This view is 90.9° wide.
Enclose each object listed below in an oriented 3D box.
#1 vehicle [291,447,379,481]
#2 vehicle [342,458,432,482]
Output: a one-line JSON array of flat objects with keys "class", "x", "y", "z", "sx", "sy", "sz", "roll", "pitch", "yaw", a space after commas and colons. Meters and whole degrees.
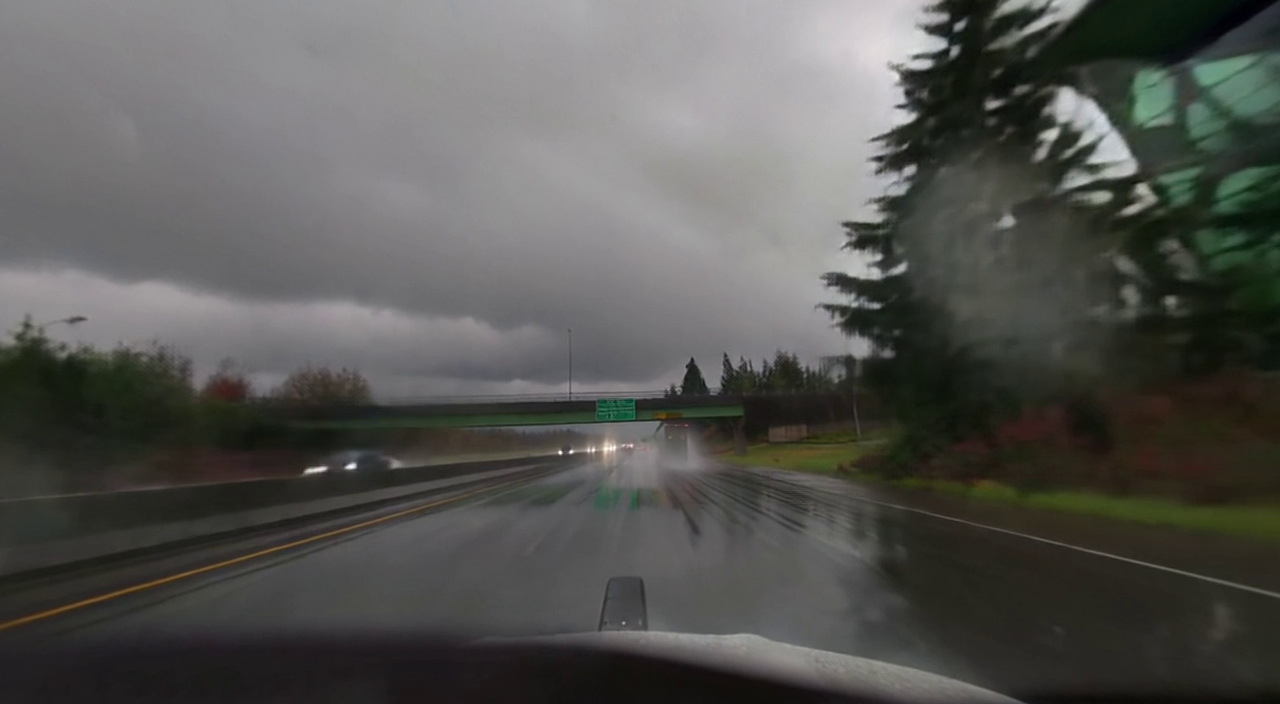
[{"class": "vehicle", "x": -15.118, "y": 5.582, "z": 31.595, "sx": 1.949, "sy": 1.549, "sz": 4.819, "roll": 0, "pitch": -9, "yaw": 1}, {"class": "vehicle", "x": -15.113, "y": 7.095, "z": 38.217, "sx": 2.570, "sy": 1.155, "sz": 6.956, "roll": 0, "pitch": -9, "yaw": 0}]
